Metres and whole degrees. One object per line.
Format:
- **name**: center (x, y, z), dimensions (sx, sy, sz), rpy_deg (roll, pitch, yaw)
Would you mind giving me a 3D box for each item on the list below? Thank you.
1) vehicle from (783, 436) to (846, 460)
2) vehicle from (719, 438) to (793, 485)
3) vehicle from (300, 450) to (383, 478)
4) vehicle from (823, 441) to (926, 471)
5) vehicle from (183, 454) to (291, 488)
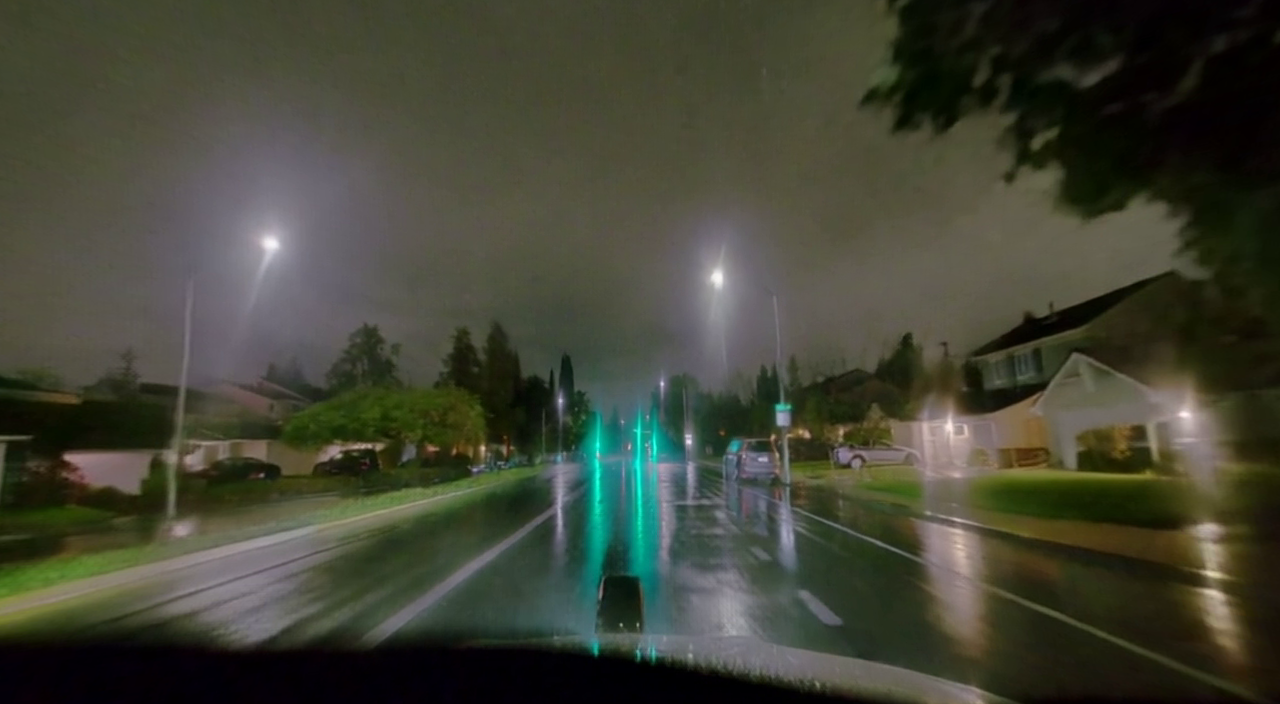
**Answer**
- **vehicle**: center (13.584, 7.526, 49.232), dimensions (4.577, 1.770, 2.006), rpy_deg (-3, -9, 18)
- **vehicle**: center (4.839, 4.669, 27.148), dimensions (2.196, 1.801, 4.778), rpy_deg (0, -9, -1)
- **vehicle**: center (-20.674, 7.740, 43.893), dimensions (4.698, 1.862, 2.116), rpy_deg (-1, -9, 2)
- **vehicle**: center (12.143, 5.414, 32.889), dimensions (4.577, 1.490, 1.903), rpy_deg (0, -8, 0)
- **vehicle**: center (-21.140, 6.242, 33.284), dimensions (4.272, 1.688, 1.990), rpy_deg (0, -9, -1)
